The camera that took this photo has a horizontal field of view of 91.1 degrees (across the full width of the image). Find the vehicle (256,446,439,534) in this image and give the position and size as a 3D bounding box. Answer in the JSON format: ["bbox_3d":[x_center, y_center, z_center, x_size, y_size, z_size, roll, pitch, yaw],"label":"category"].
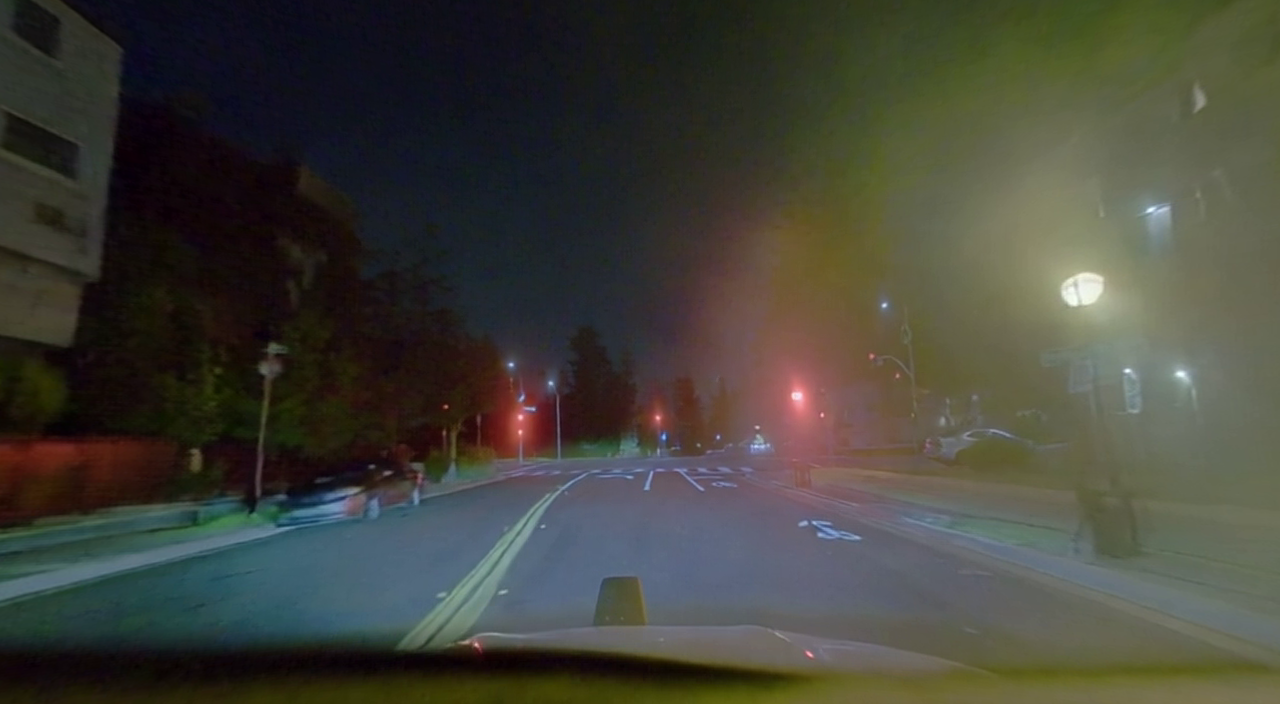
[{"bbox_3d":[-6.075,2.855,13.738,2.033,1.456,4.370,-3,-8,-2],"label":"vehicle"}]

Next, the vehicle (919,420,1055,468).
[{"bbox_3d":[14.811,3.989,27.036,4.562,1.850,2.130,1,-10,3],"label":"vehicle"}]
